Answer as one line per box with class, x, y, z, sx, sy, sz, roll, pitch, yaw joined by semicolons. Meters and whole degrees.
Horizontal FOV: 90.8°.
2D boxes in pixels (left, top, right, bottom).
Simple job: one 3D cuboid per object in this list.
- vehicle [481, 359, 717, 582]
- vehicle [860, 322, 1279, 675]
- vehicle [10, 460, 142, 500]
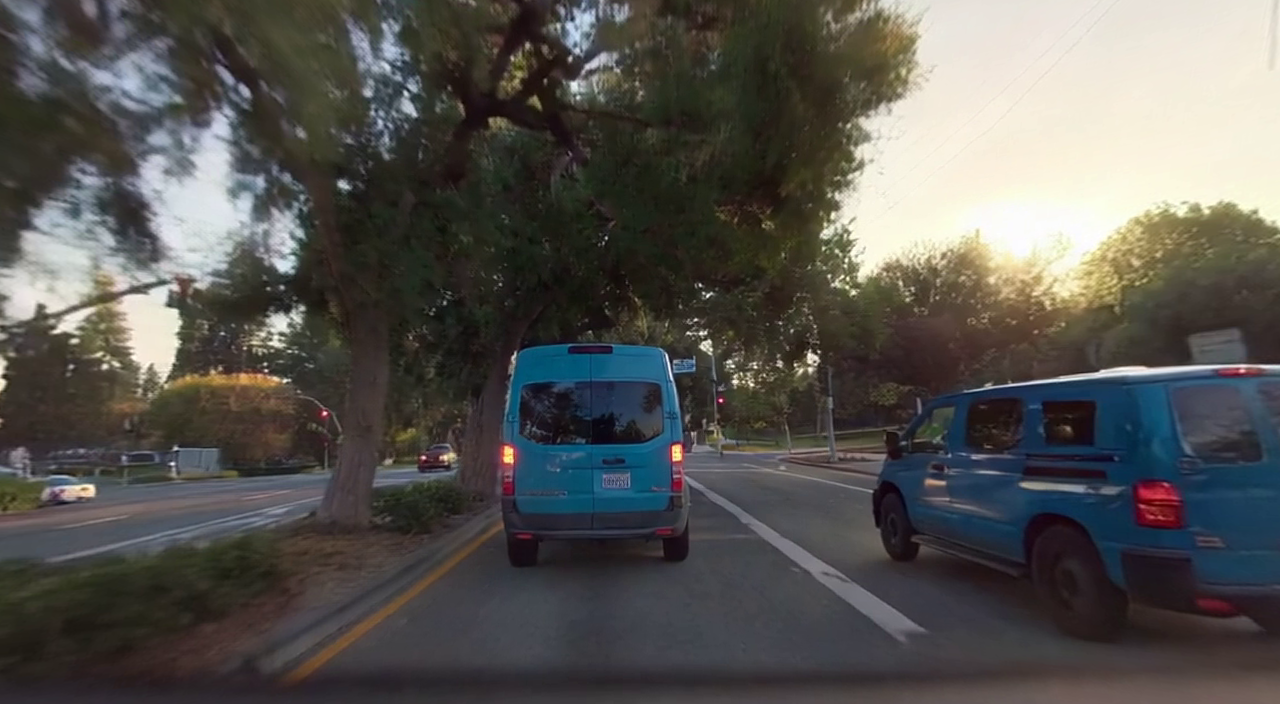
vehicle;-0.340;1.398;8.028;2.145;2.046;4.309;0;-9;1
vehicle;3.629;1.053;5.406;1.988;1.873;3.968;0;-9;-1
vehicle;-27.030;6.082;30.351;4.857;1.729;2.029;-2;-9;11
